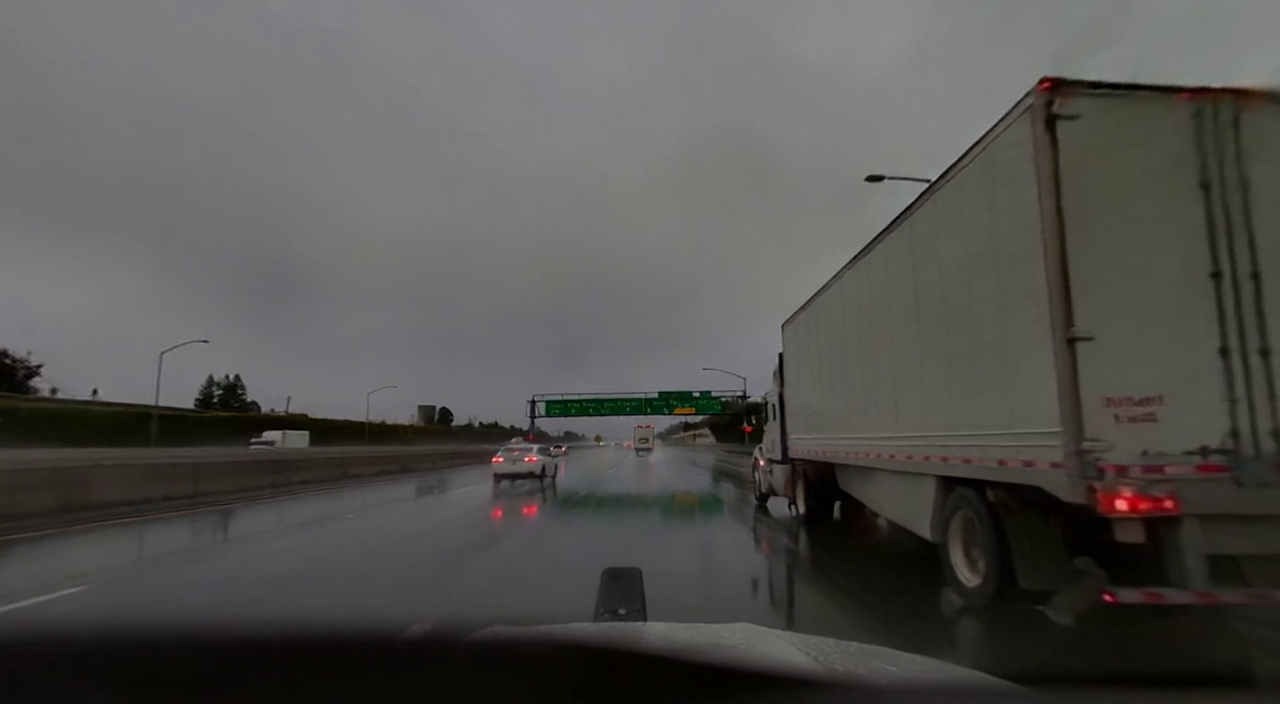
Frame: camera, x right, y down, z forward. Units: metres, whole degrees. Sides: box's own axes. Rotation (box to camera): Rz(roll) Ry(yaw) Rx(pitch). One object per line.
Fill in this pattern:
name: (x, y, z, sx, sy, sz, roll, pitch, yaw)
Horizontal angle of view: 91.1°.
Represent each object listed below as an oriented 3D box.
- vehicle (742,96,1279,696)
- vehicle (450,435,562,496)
vehicle: (3.852, 0.916, 8.796, 3.049, 3.395, 10.595, 0, -9, 0)
vehicle: (-3.727, 3.262, 18.502, 2.143, 1.529, 4.918, 0, -9, 1)
